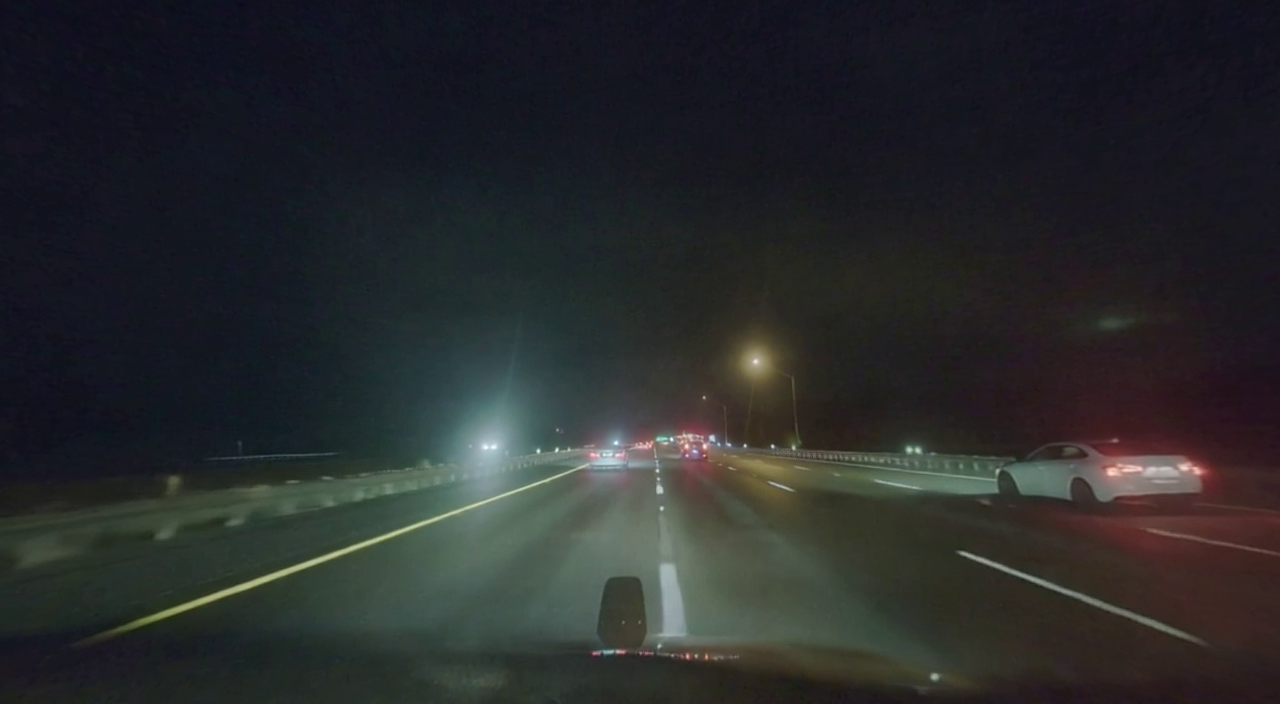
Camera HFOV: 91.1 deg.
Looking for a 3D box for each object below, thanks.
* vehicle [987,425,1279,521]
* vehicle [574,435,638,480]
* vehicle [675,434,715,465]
[{"bbox_3d":[9.226,2.274,12.452,1.870,1.493,5.015,0,-8,1],"label":"vehicle"},{"bbox_3d":[-1.185,3.982,23.976,2.050,1.546,4.344,-1,-8,2],"label":"vehicle"},{"bbox_3d":[3.194,5.807,37.523,2.063,1.698,4.355,0,-8,1],"label":"vehicle"}]
